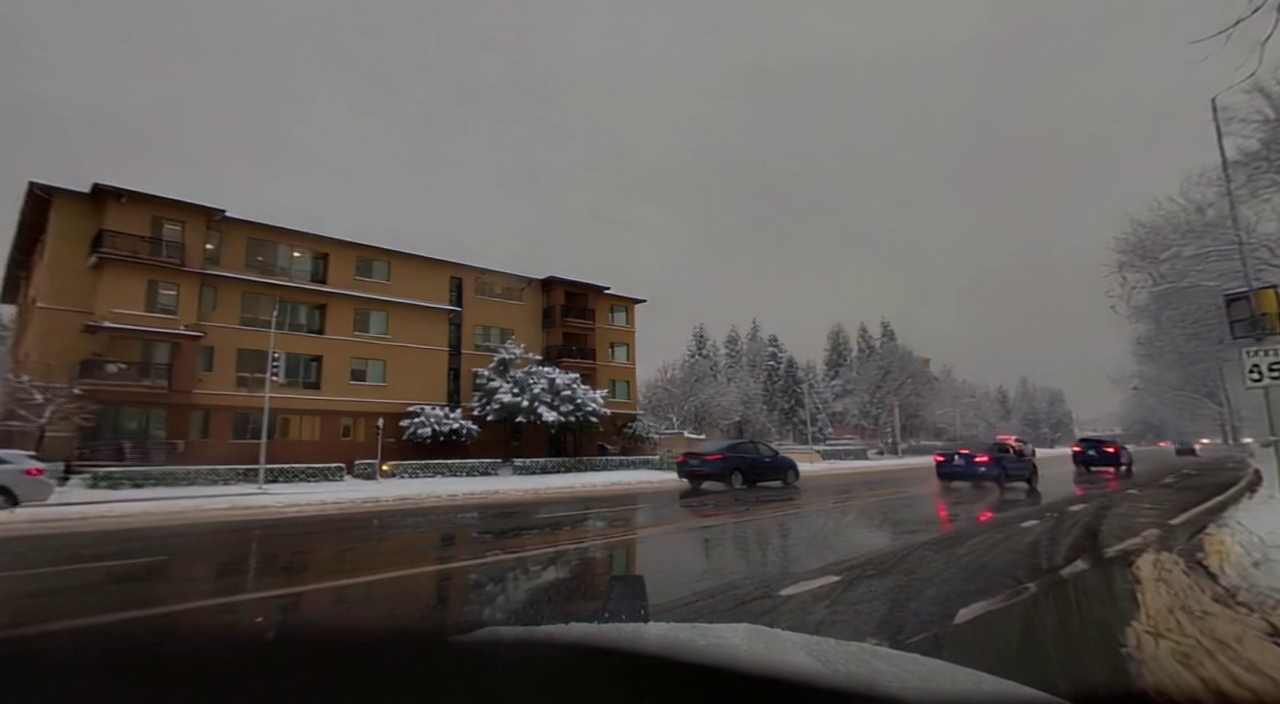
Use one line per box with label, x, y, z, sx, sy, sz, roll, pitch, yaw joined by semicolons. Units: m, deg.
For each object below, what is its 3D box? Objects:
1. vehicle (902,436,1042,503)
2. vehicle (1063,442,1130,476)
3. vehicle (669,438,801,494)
vehicle;9.631;3.273;18.095;2.199;1.652;4.783;-8;-12;43
vehicle;23.380;5.426;32.231;2.033;1.625;4.438;-8;-12;43
vehicle;3.335;3.802;21.492;1.989;1.662;4.846;-8;-12;43
